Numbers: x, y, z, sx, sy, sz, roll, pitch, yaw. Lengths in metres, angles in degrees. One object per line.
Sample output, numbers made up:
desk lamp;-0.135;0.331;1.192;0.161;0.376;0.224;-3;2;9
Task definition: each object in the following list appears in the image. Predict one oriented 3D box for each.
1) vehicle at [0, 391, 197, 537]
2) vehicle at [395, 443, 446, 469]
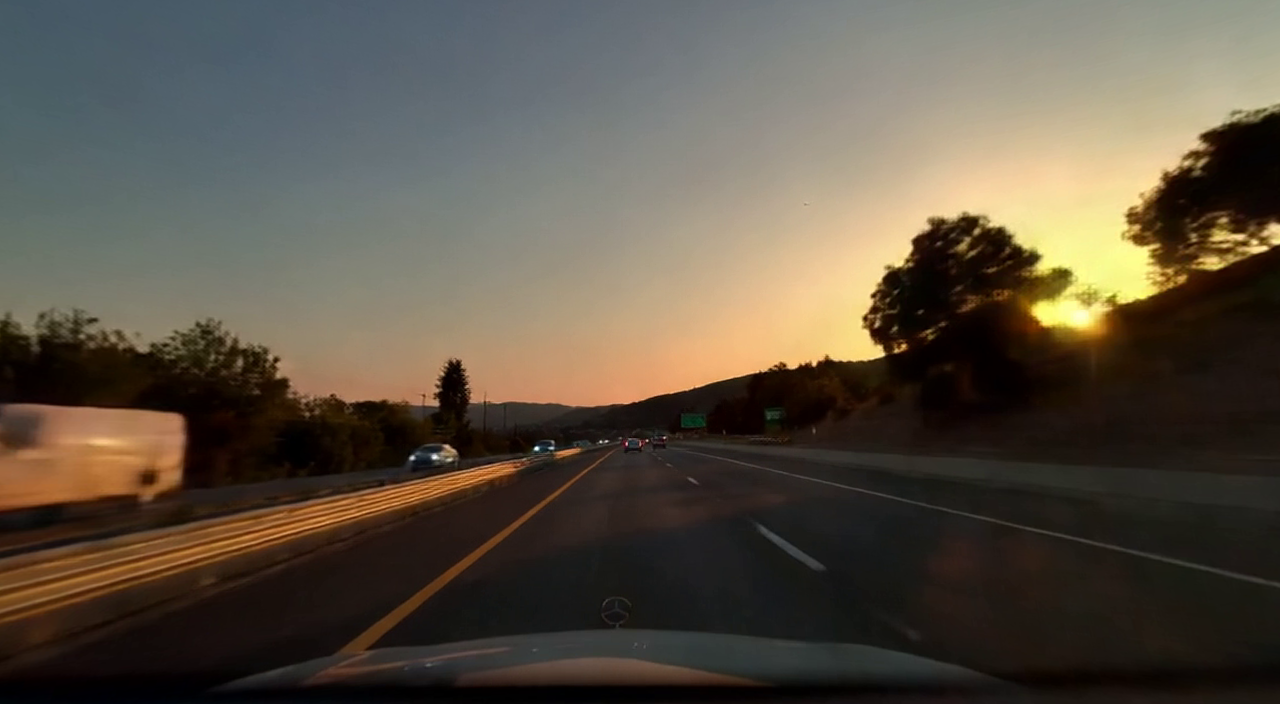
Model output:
vehicle;-12.749;2.244;13.067;2.304;2.610;6.728;0;-8;-1
vehicle;-12.878;6.111;37.237;1.748;1.440;3.680;0;-8;-1
